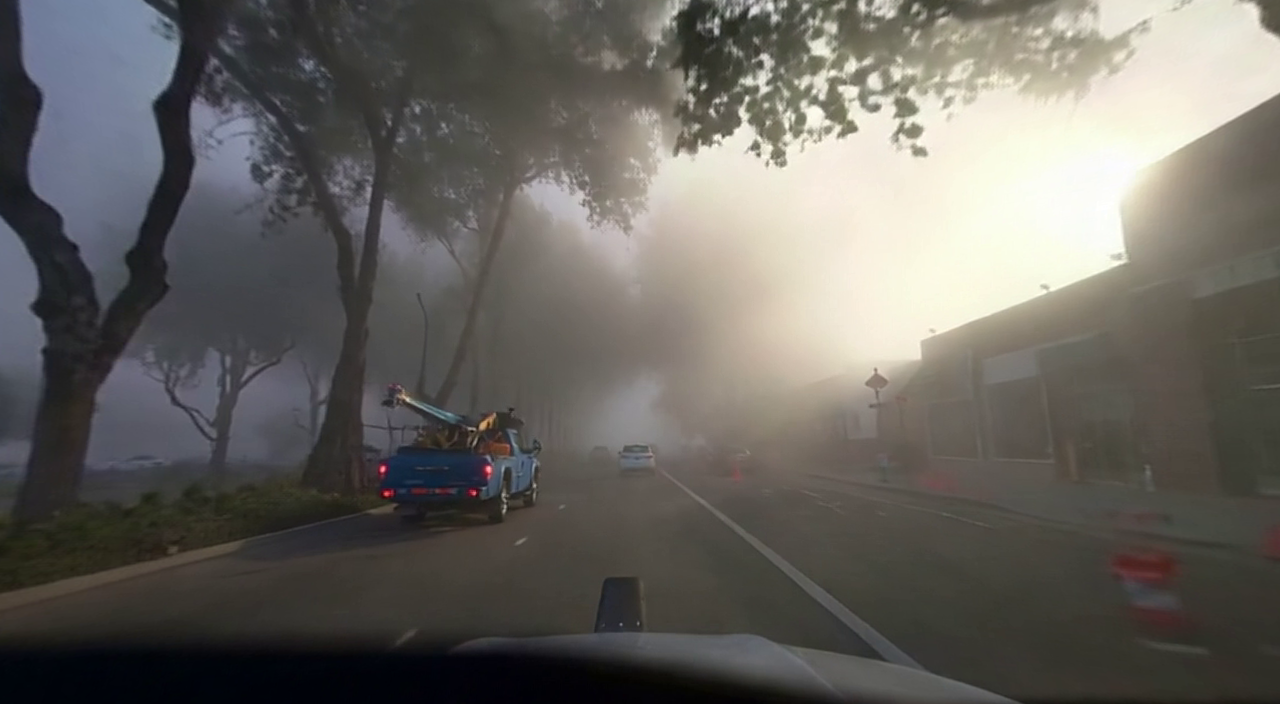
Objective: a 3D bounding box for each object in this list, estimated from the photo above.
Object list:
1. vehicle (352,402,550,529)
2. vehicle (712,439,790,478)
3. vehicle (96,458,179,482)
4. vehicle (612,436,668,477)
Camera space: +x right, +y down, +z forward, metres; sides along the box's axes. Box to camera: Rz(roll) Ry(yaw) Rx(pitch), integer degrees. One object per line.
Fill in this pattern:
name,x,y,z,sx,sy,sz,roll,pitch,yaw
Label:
vehicle,-3.508,2.287,13.302,2.424,2.063,5.678,0,-9,0
vehicle,4.950,4.807,28.878,2.082,1.601,4.451,1,-9,-10
vehicle,-34.849,8.190,43.956,1.876,1.470,4.711,0,-8,0
vehicle,-0.046,4.856,29.552,2.413,1.748,4.406,0,-8,-1
